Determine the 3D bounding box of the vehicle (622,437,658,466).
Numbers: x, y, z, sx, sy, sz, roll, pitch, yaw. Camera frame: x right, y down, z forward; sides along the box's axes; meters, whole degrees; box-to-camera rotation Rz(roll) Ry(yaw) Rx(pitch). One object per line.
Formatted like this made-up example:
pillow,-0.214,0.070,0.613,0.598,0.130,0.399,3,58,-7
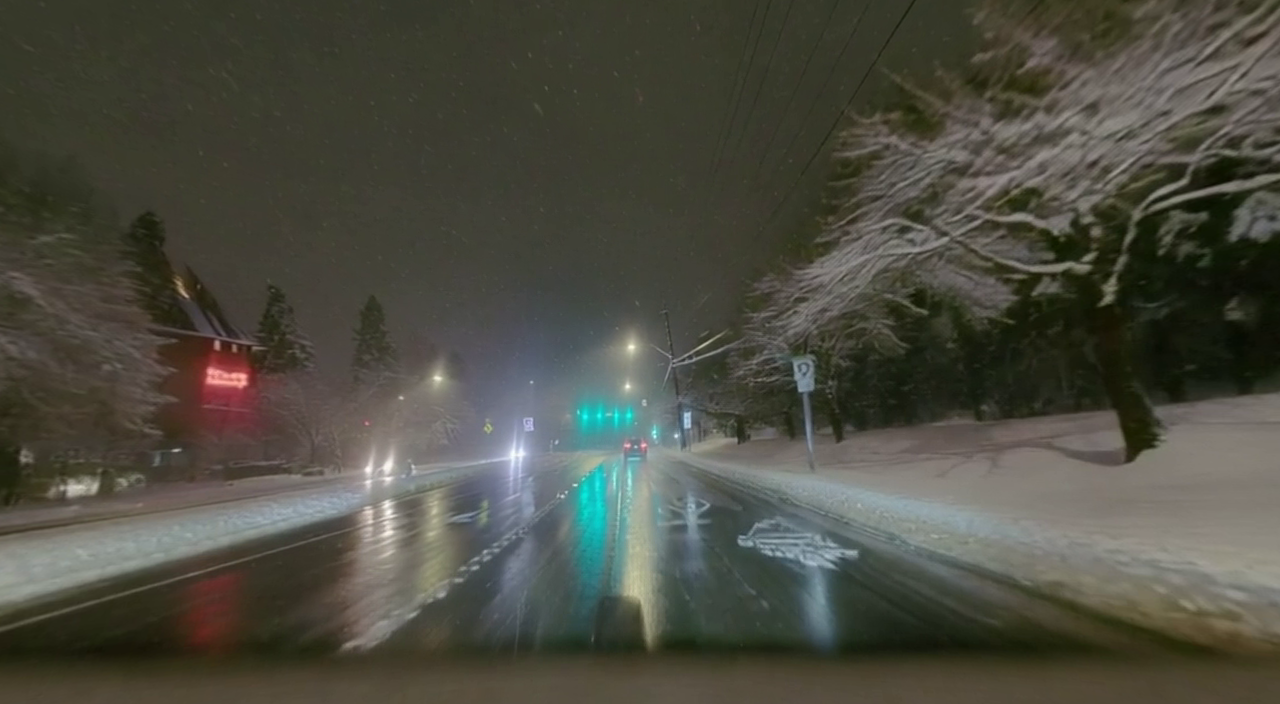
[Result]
vehicle,-0.040,6.017,38.423,2.045,1.613,4.210,0,-8,-1

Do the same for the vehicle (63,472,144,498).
vehicle,-39.612,9.786,46.644,4.777,1.711,2.070,-2,-9,16

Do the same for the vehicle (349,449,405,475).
vehicle,-16.937,7.090,40.990,1.912,1.588,4.432,0,-8,-3
